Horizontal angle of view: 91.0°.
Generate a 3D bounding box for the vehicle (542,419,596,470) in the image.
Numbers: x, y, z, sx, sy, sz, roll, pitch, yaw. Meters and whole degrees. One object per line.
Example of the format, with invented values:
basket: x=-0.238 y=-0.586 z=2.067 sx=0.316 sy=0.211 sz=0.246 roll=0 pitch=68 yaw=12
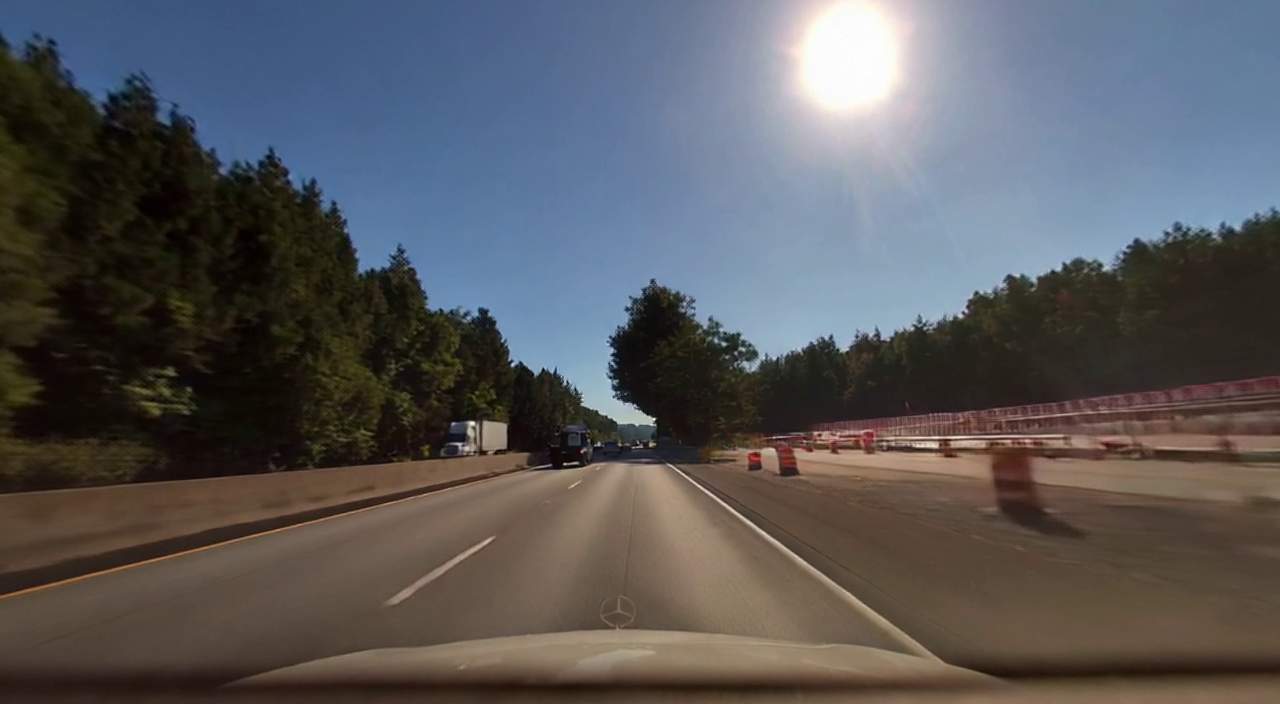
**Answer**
vehicle: x=-3.923 y=5.238 z=35.848 sx=2.484 sy=2.625 sz=5.907 roll=0 pitch=-8 yaw=-1
